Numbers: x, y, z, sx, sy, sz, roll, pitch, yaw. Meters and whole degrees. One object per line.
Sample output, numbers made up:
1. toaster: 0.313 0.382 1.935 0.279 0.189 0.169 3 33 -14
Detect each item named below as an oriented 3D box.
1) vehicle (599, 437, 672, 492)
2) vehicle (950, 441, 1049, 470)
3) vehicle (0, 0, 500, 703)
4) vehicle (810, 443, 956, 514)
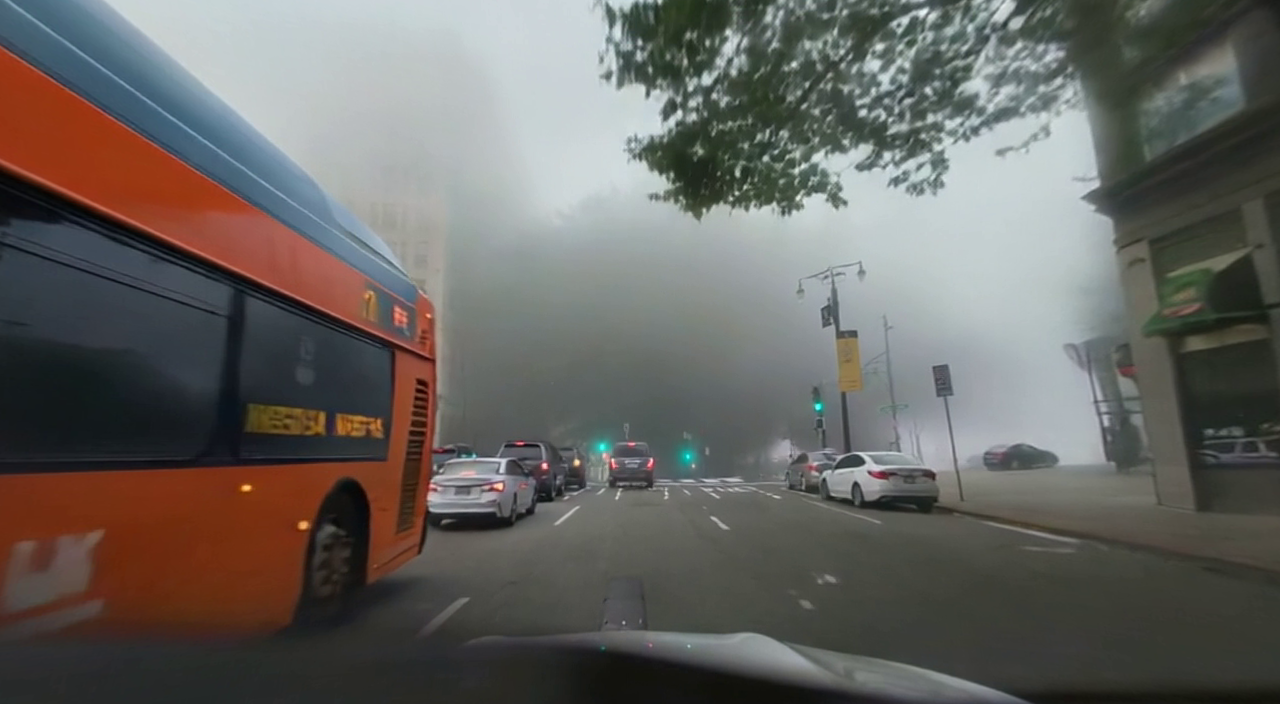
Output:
1. vehicle: -0.098 3.983 22.724 2.328 1.746 5.072 0 -9 1
2. vehicle: 20.679 5.941 36.368 4.598 1.519 1.994 0 -8 -9
3. vehicle: -3.073 -0.203 0.296 2.922 3.323 13.151 0 -9 0
4. vehicle: 5.938 3.106 16.105 1.919 1.529 4.558 0 -9 0
